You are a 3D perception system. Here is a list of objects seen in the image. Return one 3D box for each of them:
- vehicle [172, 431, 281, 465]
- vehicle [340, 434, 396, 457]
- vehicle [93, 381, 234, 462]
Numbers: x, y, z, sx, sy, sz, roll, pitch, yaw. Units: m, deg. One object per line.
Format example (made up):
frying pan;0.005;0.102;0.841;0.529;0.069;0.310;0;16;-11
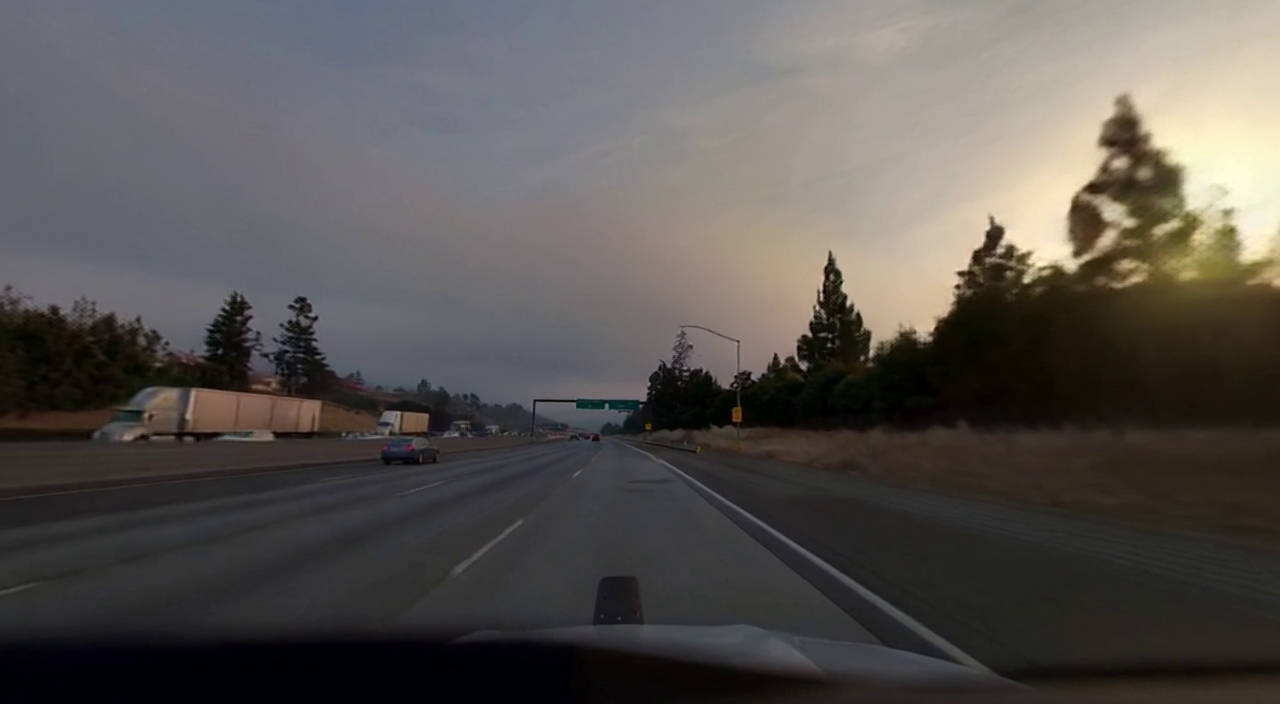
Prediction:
vehicle;-18.239;4.250;28.118;1.982;1.414;4.336;0;-8;-1
vehicle;-18.189;6.263;42.347;1.886;1.449;4.405;0;-8;-1
vehicle;-25.672;3.846;34.395;2.991;3.997;5.882;0;-8;-2
